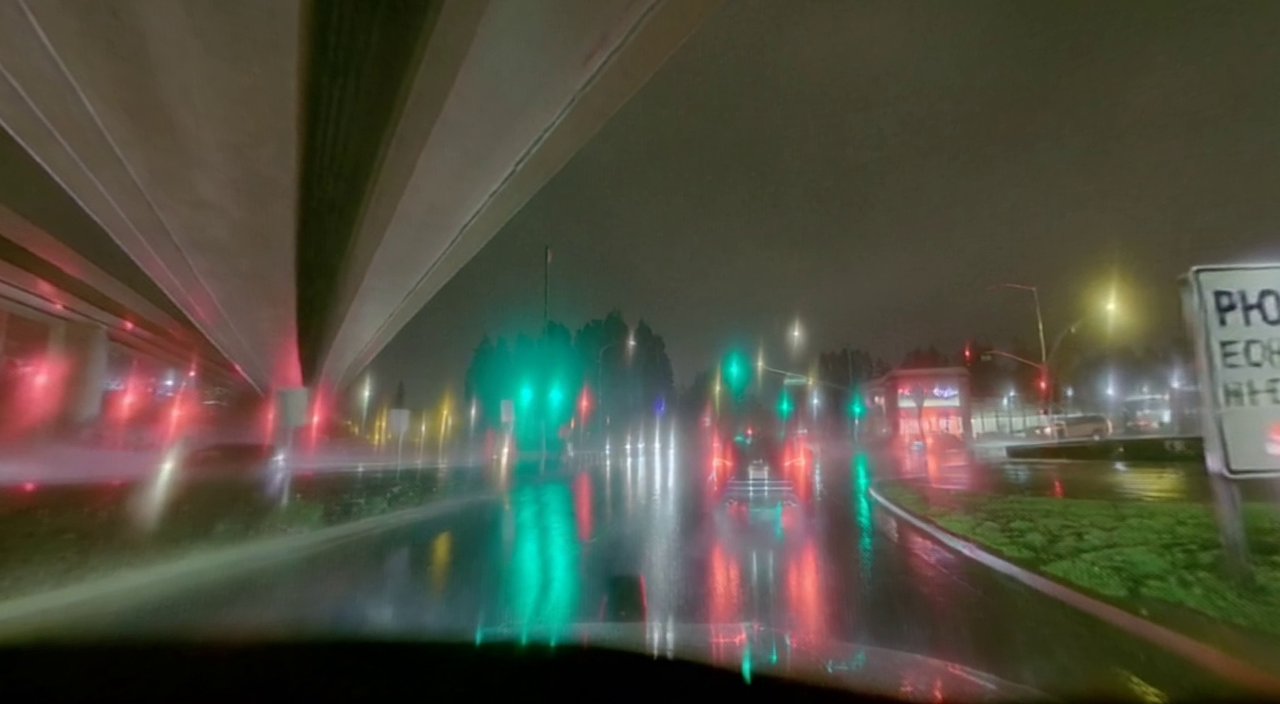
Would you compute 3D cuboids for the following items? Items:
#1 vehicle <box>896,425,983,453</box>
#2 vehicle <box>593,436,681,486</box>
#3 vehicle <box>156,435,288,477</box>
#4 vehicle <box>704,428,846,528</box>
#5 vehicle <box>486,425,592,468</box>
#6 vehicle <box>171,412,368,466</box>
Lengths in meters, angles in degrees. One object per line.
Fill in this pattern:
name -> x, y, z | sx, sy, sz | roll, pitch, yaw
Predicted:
vehicle -> 18.150, 5.292, 38.249 | 4.755, 1.623, 2.290 | 4, -9, -28
vehicle -> 0.038, 3.721, 21.954 | 2.214, 1.519, 4.704 | -2, -9, 10
vehicle -> -19.875, 4.943, 30.283 | 4.827, 1.885, 2.008 | 3, -9, -22
vehicle -> 2.509, 2.340, 12.331 | 2.195, 1.571, 4.353 | -2, -8, 9
vehicle -> -4.988, 4.664, 31.093 | 4.761, 1.930, 2.175 | -5, -10, 28
vehicle -> -28.370, 6.897, 49.808 | 3.136, 3.659, 13.988 | -4, -9, 24
